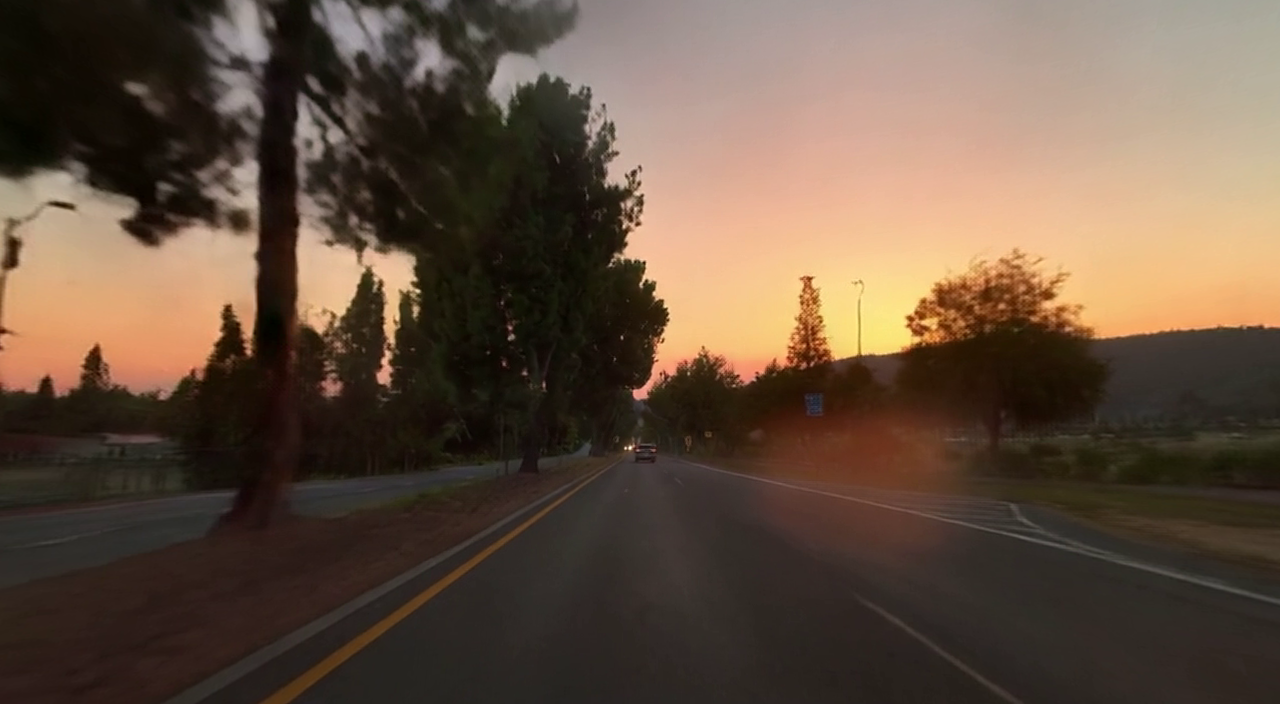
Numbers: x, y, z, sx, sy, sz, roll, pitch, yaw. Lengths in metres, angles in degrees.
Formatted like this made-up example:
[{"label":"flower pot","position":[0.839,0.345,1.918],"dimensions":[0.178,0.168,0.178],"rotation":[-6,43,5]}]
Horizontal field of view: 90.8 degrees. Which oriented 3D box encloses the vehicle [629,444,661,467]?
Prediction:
[{"label":"vehicle","position":[0.347,8.166,49.834],"dimensions":[2.183,1.744,4.424],"rotation":[0,-9,-3]}]
